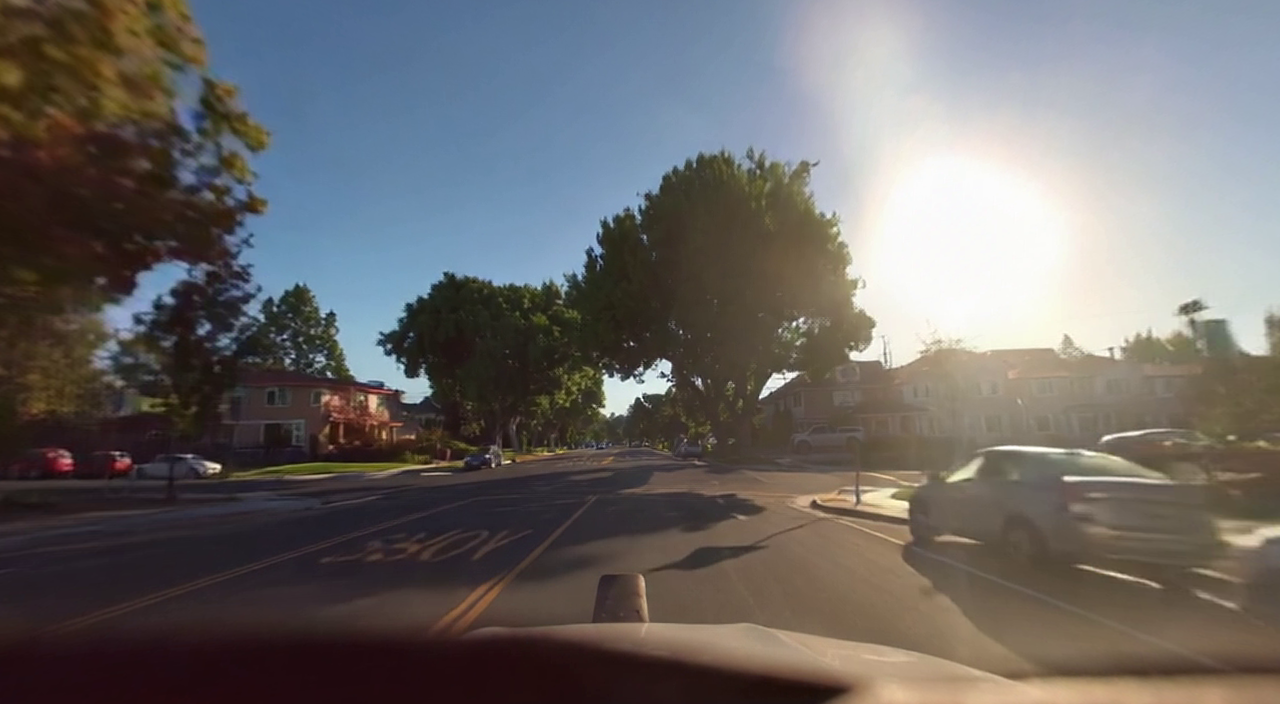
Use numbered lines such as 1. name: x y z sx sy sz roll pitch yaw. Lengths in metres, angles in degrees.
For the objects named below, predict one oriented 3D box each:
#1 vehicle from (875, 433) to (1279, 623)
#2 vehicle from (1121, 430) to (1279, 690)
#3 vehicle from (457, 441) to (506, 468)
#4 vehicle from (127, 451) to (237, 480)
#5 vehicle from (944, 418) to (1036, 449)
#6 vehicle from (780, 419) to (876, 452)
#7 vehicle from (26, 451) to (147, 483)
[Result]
1. vehicle: 4.667 1.729 7.300 2.052 1.464 4.525 0 -9 -2
2. vehicle: 4.728 1.030 2.523 2.196 1.472 4.426 0 -8 2
3. vehicle: -10.792 7.018 43.377 2.037 1.755 4.434 0 -8 2
4. vehicle: -24.374 6.054 33.747 4.197 1.431 2.165 0 -9 0
5. vehicle: 23.188 5.441 41.993 4.831 2.013 2.082 0 -8 -1
6. vehicle: 13.717 6.222 46.304 6.244 2.050 2.209 -9 -13 37
7. vehicle: -29.419 6.106 33.678 4.477 1.469 2.032 -1 -8 -1
